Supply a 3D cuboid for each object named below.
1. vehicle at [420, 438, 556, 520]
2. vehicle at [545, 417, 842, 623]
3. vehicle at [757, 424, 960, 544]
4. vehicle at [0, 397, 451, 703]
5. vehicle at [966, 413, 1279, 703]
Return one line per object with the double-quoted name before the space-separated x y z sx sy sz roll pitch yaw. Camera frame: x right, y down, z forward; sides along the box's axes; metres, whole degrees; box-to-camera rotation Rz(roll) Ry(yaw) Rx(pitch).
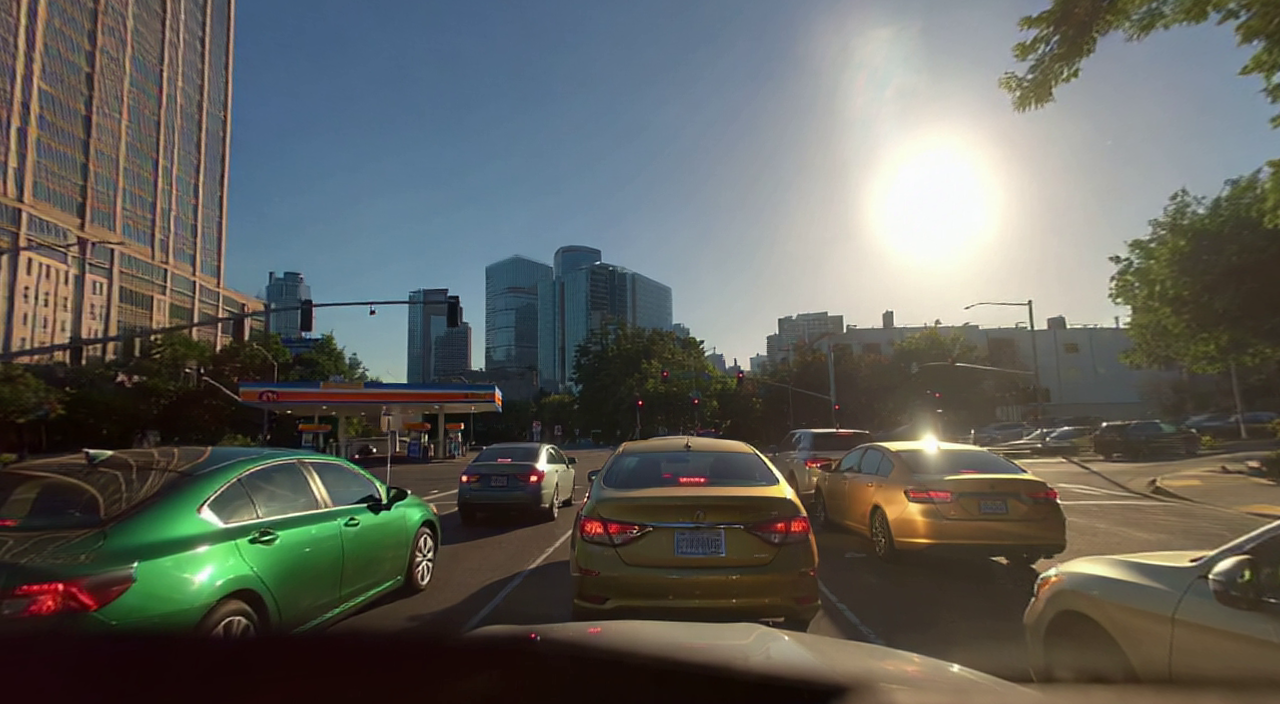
"vehicle" -3.073 2.643 13.689 1.867 1.474 4.237 0 -9 0
"vehicle" 0.334 1.582 6.943 2.220 1.507 4.317 0 -9 -2
"vehicle" 3.396 2.123 10.768 1.947 1.630 4.127 0 -9 0
"vehicle" -3.008 1.245 4.608 1.887 1.493 4.255 0 -9 0
"vehicle" 4.179 1.127 3.592 1.950 1.497 4.686 0 -9 -3
